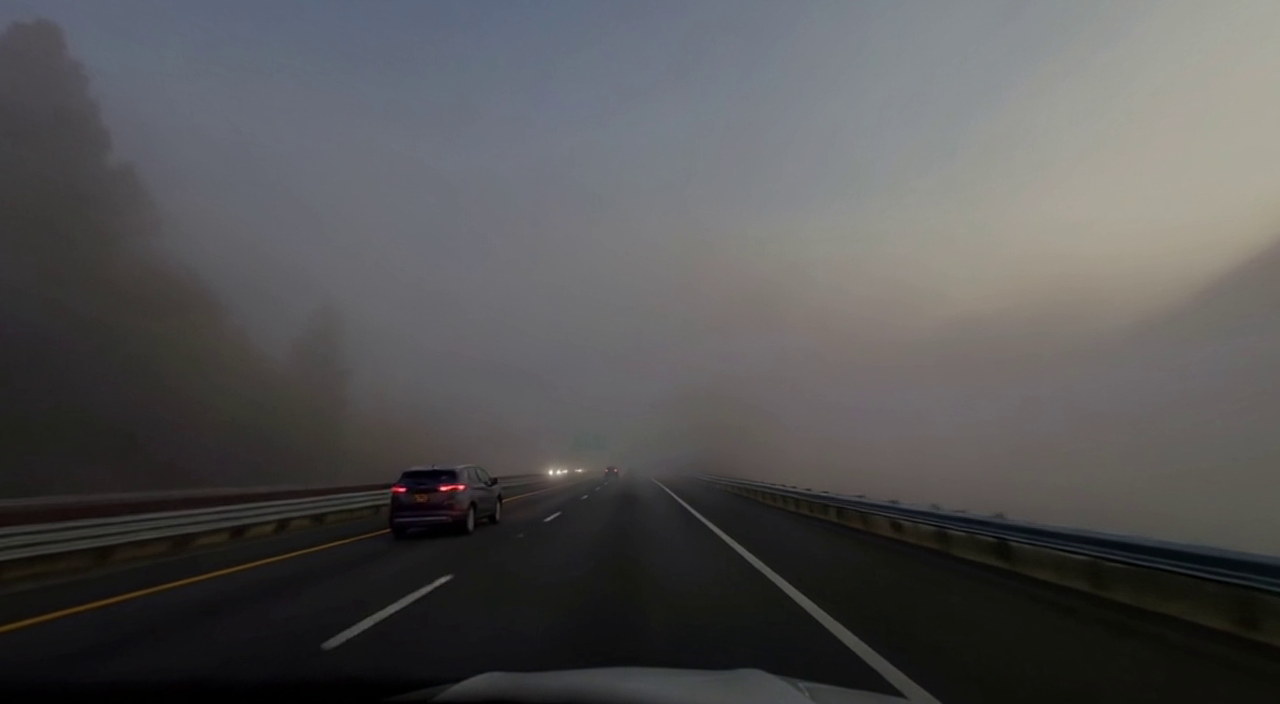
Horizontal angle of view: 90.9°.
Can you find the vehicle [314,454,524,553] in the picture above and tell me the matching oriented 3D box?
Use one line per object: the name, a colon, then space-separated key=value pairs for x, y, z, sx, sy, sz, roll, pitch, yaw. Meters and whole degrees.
vehicle: x=-3.821 y=2.775 z=12.114 sx=2.146 sy=1.441 sz=5.020 roll=1 pitch=-11 yaw=1
